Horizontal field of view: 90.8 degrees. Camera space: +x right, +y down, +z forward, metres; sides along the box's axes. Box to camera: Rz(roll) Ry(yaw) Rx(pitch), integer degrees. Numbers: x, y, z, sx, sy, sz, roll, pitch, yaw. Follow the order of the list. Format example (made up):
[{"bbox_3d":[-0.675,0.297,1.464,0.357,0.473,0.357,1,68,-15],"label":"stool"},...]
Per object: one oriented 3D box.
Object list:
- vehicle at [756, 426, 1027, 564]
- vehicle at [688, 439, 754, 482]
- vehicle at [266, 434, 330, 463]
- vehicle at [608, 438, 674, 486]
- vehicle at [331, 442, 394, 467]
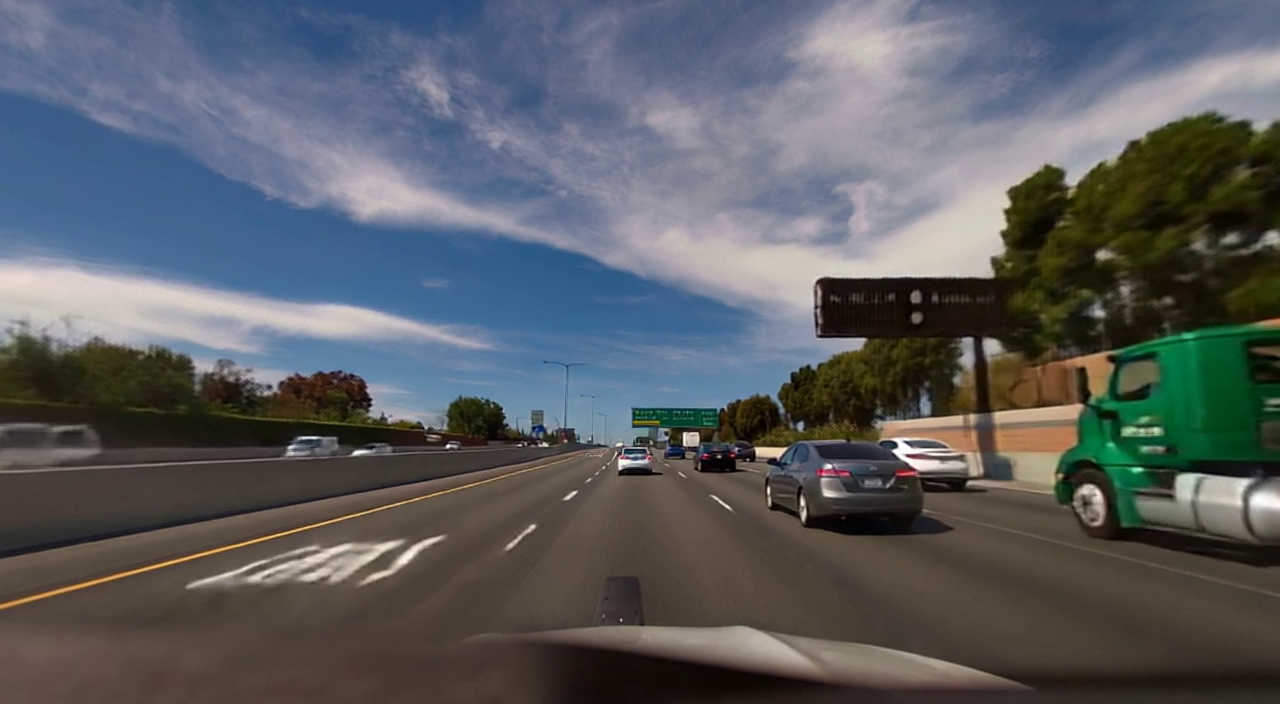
[{"bbox_3d":[3.235,1.947,9.450,1.993,1.504,4.781,0,-9,-1],"label":"vehicle"},{"bbox_3d":[3.039,4.164,24.562,1.856,1.517,4.198,0,-9,-2],"label":"vehicle"},{"bbox_3d":[-25.603,7.253,47.452,2.245,2.020,4.578,0,-9,-1],"label":"vehicle"},{"bbox_3d":[0.014,3.796,22.089,2.098,1.475,3.997,0,-9,-1],"label":"vehicle"},{"bbox_3d":[-17.800,6.610,40.780,1.935,1.491,4.689,0,-9,0],"label":"vehicle"}]
